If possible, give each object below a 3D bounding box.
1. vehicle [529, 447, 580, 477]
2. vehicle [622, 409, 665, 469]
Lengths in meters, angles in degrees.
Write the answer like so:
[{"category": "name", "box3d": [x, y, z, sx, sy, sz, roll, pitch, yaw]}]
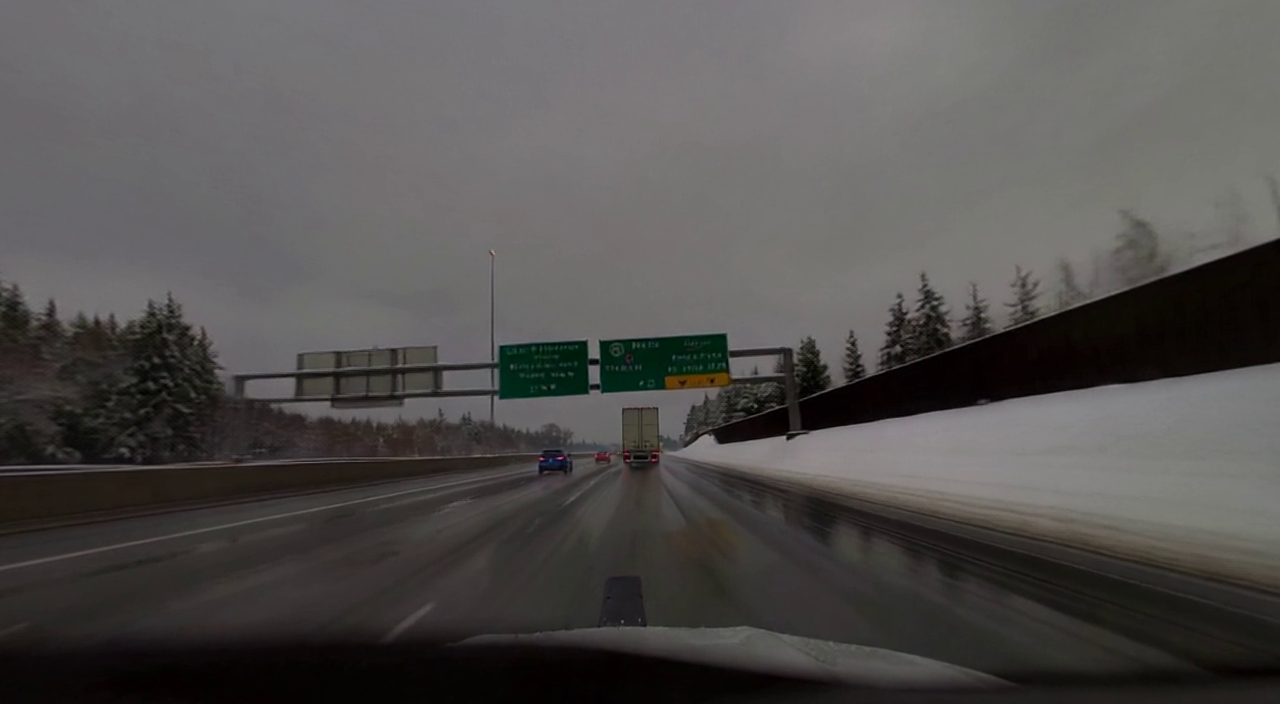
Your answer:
[{"category": "vehicle", "box3d": [-4.410, 5.754, 33.272, 1.977, 1.478, 4.702, 0, -9, 1]}, {"category": "vehicle", "box3d": [0.291, 6.748, 48.353, 2.980, 4.051, 10.359, 0, -9, 1]}]
